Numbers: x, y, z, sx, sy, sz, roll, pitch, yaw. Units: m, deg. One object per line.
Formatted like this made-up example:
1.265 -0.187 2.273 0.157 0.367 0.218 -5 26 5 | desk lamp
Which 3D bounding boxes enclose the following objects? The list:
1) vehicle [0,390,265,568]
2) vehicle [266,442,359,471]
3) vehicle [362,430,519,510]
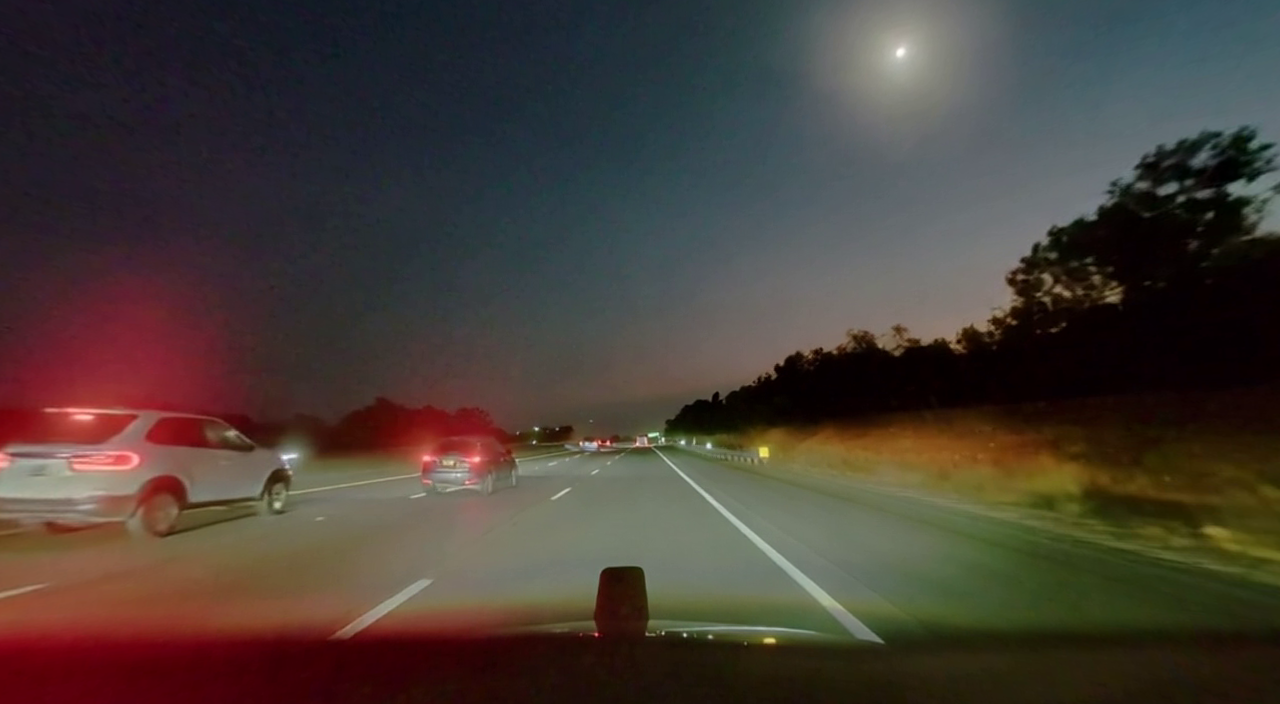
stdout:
-7.834 1.675 8.885 2.116 1.869 4.725 0 -8 0 | vehicle
-17.735 5.660 34.543 2.103 1.432 5.605 0 -8 0 | vehicle
-4.408 2.682 14.884 2.071 1.556 4.729 0 -8 1 | vehicle
